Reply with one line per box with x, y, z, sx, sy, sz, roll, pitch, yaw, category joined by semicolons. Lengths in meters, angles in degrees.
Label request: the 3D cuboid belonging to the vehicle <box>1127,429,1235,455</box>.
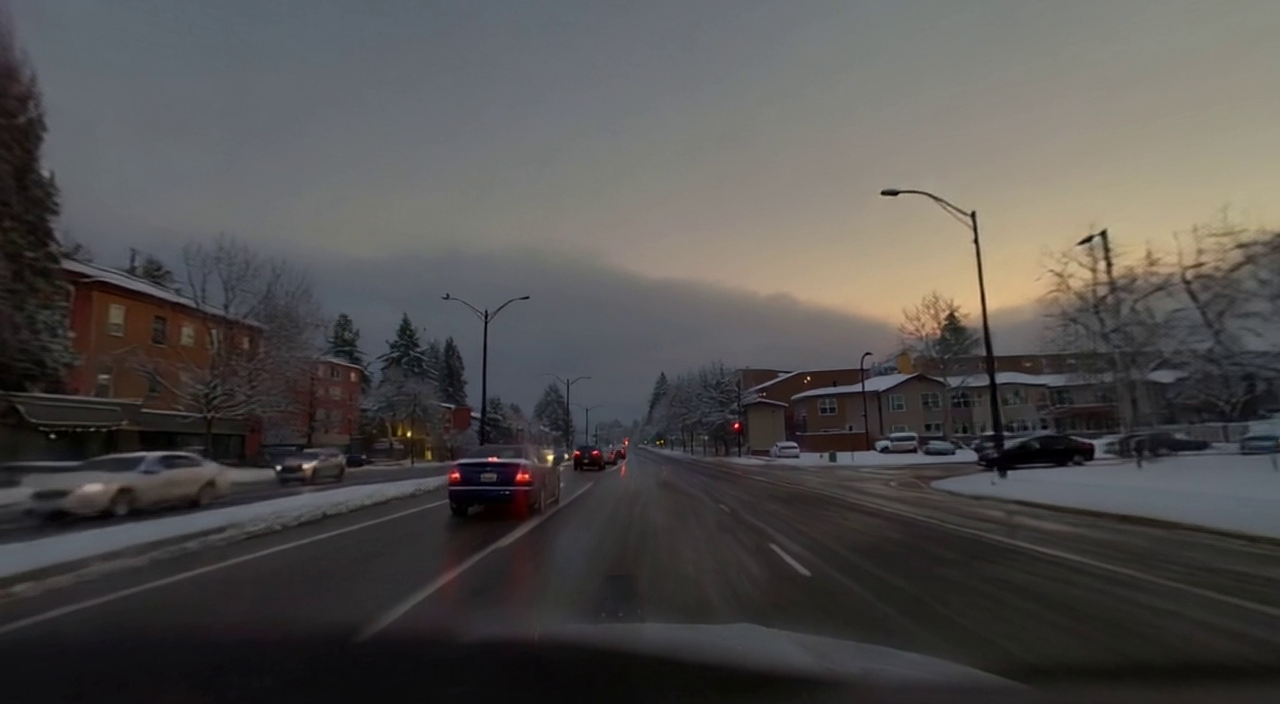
34.689;5.779;40.644;4.771;1.577;2.205;-1;-8;3;vehicle

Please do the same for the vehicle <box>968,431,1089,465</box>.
18.453;4.593;30.154;4.416;1.519;1.988;-1;-9;2;vehicle

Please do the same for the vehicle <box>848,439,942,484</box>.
10.377;4.488;26.148;1.975;1.677;4.400;0;-8;-1;vehicle

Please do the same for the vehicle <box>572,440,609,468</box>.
-3.404;7.176;44.643;2.220;1.888;4.904;0;-8;0;vehicle

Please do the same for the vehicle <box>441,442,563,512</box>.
-3.185;2.975;15.578;2.144;1.447;4.421;0;-8;-2;vehicle

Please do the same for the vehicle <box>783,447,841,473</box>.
10.236;6.455;37.947;2.045;1.418;4.869;0;-8;-1;vehicle

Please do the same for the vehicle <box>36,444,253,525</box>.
-10.694;2.832;14.052;1.867;1.524;3.654;0;-8;-2;vehicle

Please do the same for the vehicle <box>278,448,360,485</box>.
-15.003;5.357;29.807;1.854;1.586;4.043;0;-8;-2;vehicle
